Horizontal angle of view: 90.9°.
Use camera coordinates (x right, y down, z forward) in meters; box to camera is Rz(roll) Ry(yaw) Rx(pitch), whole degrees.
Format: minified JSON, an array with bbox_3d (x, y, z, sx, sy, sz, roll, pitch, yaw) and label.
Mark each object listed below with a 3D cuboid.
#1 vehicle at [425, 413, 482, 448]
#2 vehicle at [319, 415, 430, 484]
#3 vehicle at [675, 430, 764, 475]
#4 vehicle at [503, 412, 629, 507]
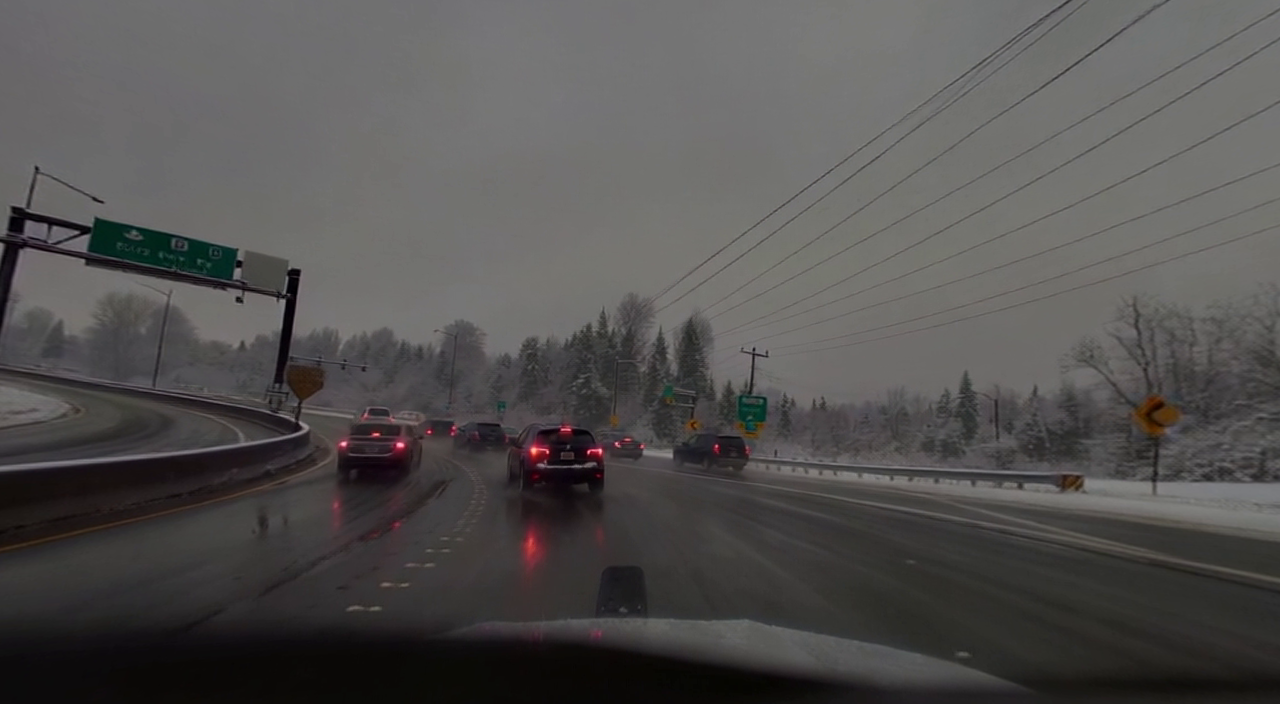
[{"bbox_3d":[-10.490,4.459,35.240,2.042,1.817,4.650,5,-10,-27],"label":"vehicle"},{"bbox_3d":[-6.618,2.501,16.243,2.033,1.501,4.623,2,-9,-16],"label":"vehicle"},{"bbox_3d":[3.419,4.471,28.269,2.079,1.807,4.682,3,-9,-19],"label":"vehicle"},{"bbox_3d":[-1.803,2.311,13.917,2.140,1.724,4.304,2,-9,-15],"label":"vehicle"}]
